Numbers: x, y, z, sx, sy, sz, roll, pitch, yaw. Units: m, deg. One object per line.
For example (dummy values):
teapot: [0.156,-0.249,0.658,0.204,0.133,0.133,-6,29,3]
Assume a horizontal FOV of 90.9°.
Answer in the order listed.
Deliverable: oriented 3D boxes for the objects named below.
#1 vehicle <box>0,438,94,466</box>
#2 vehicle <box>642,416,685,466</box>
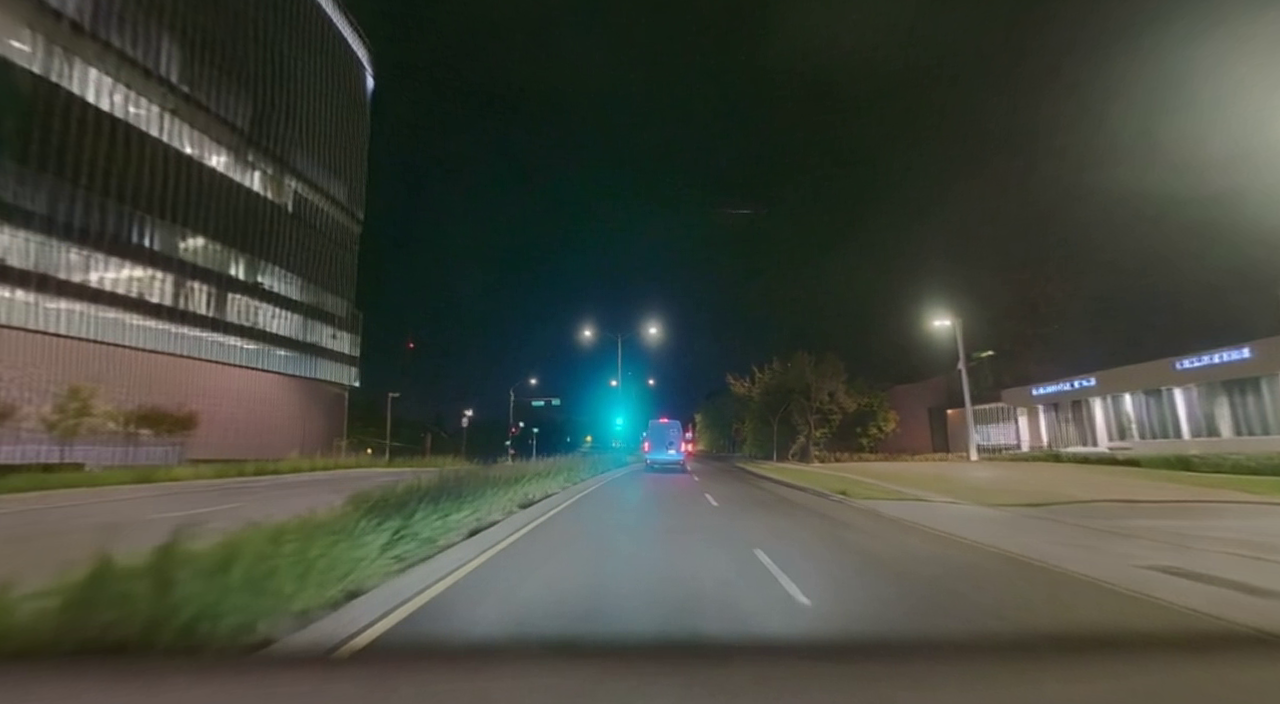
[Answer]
vehicle: [-42.194,6.984,44.383,1.906,1.850,5.120,-5,-9,32]
vehicle: [1.507,5.424,38.412,2.435,2.816,5.232,0,-8,3]
